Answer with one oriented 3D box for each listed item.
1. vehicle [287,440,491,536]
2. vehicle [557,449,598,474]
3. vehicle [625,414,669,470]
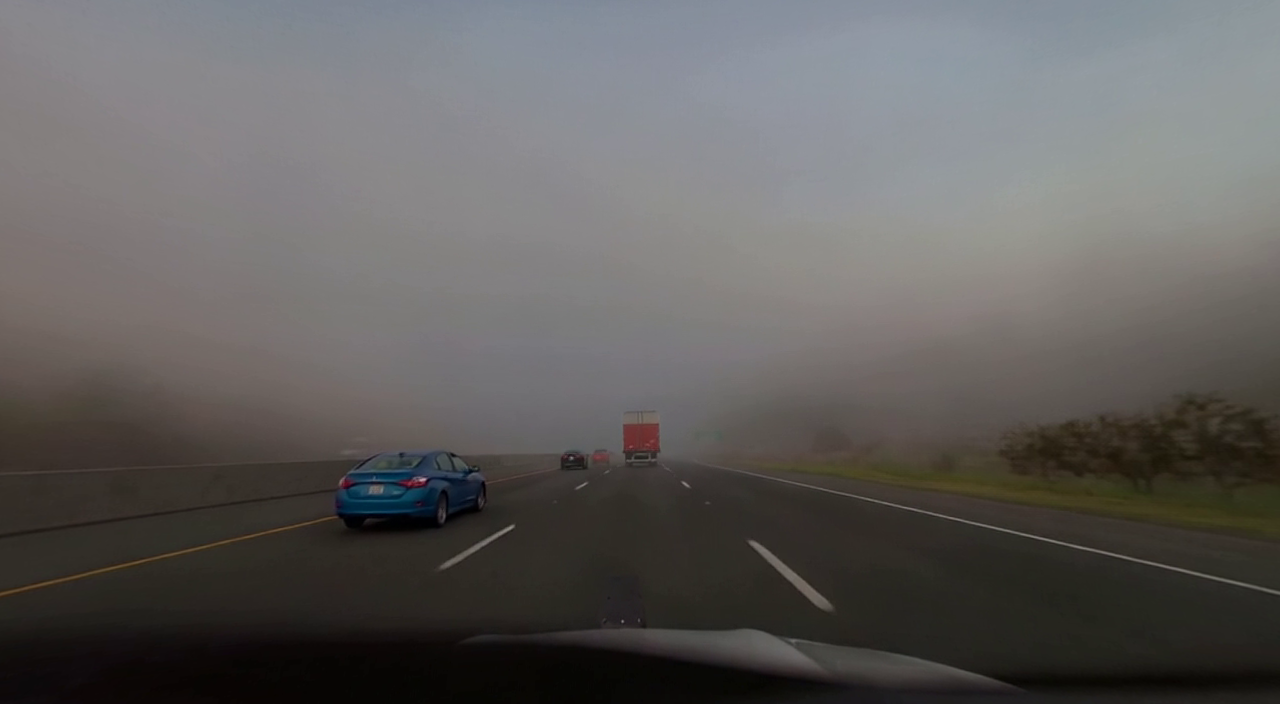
[{"bbox_3d":[-4.422,2.457,12.015,2.010,1.461,4.391,0,-9,1],"label":"vehicle"},{"bbox_3d":[-3.799,6.704,38.803,1.981,1.435,4.199,0,-9,1],"label":"vehicle"},{"bbox_3d":[0.429,6.678,46.387,2.893,3.628,9.081,0,-9,0],"label":"vehicle"}]
